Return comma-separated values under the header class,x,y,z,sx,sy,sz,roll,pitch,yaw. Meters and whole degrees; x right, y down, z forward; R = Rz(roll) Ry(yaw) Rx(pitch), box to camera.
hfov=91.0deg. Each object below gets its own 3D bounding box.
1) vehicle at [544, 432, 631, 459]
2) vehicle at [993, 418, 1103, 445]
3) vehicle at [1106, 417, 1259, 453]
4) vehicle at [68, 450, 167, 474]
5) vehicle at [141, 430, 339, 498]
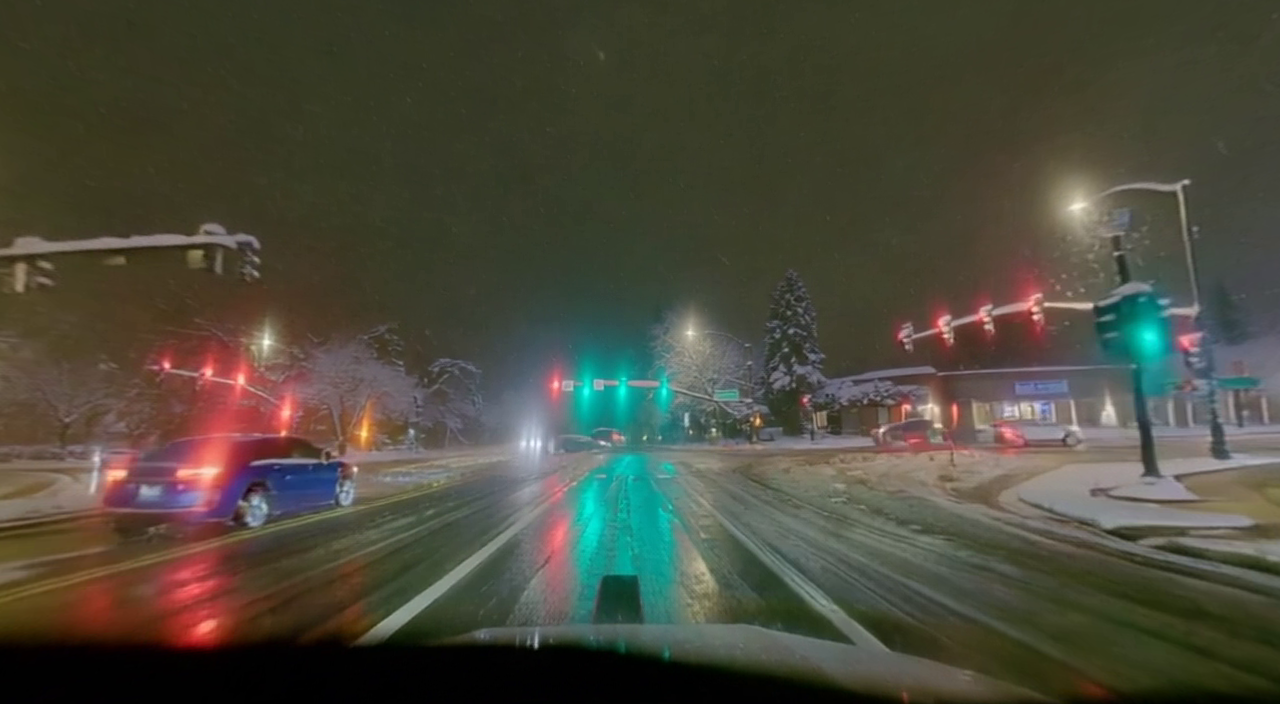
class,x,y,z,sx,sy,sz,roll,pitch,yaw
vehicle,-2.970,5.419,36.408,4.775,1.466,1.850,-1,-8,5
vehicle,22.278,4.385,34.516,4.647,1.428,1.825,-1,-8,4
vehicle,23.844,3.681,27.797,4.885,1.503,1.845,-1,-8,3
vehicle,-34.280,7.219,41.360,4.805,1.494,2.112,-1,-8,5
vehicle,-9.862,2.797,16.148,1.899,1.460,4.880,0,-8,0
